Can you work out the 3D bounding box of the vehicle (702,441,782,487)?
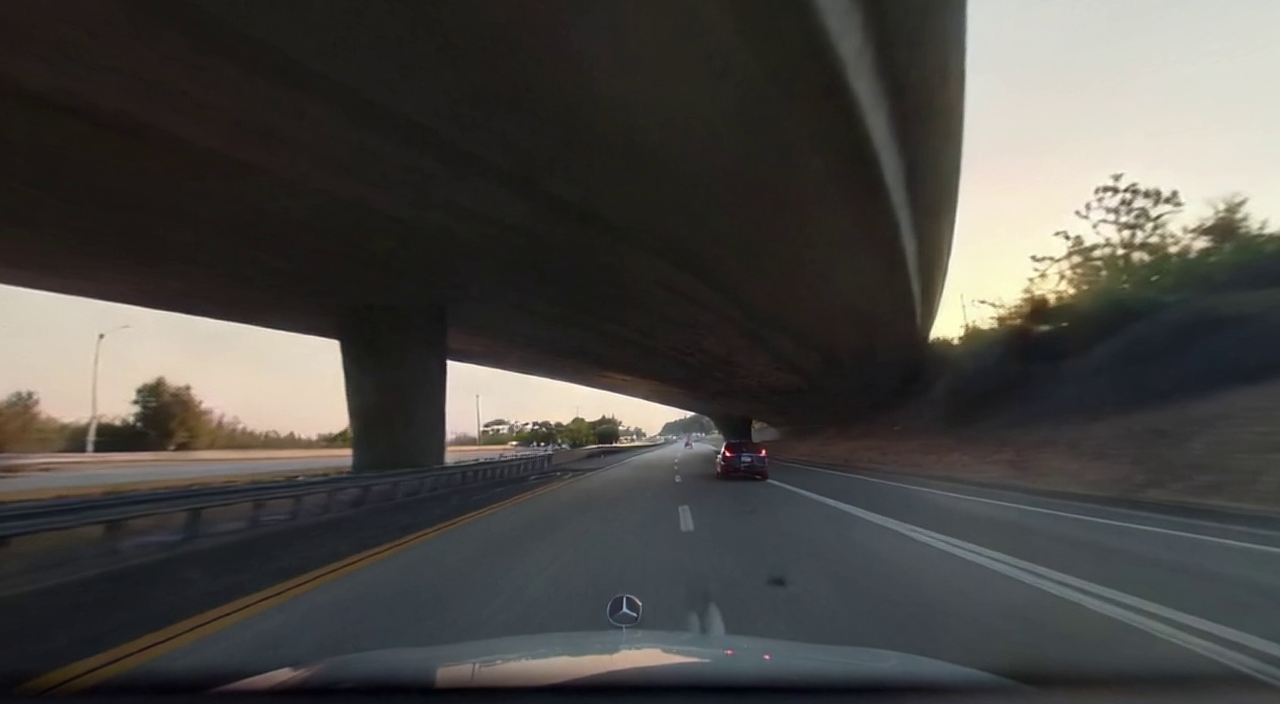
[{"bbox_3d":[3.380,3.825,21.738,2.124,1.405,4.398,0,-8,1],"label":"vehicle"}]
